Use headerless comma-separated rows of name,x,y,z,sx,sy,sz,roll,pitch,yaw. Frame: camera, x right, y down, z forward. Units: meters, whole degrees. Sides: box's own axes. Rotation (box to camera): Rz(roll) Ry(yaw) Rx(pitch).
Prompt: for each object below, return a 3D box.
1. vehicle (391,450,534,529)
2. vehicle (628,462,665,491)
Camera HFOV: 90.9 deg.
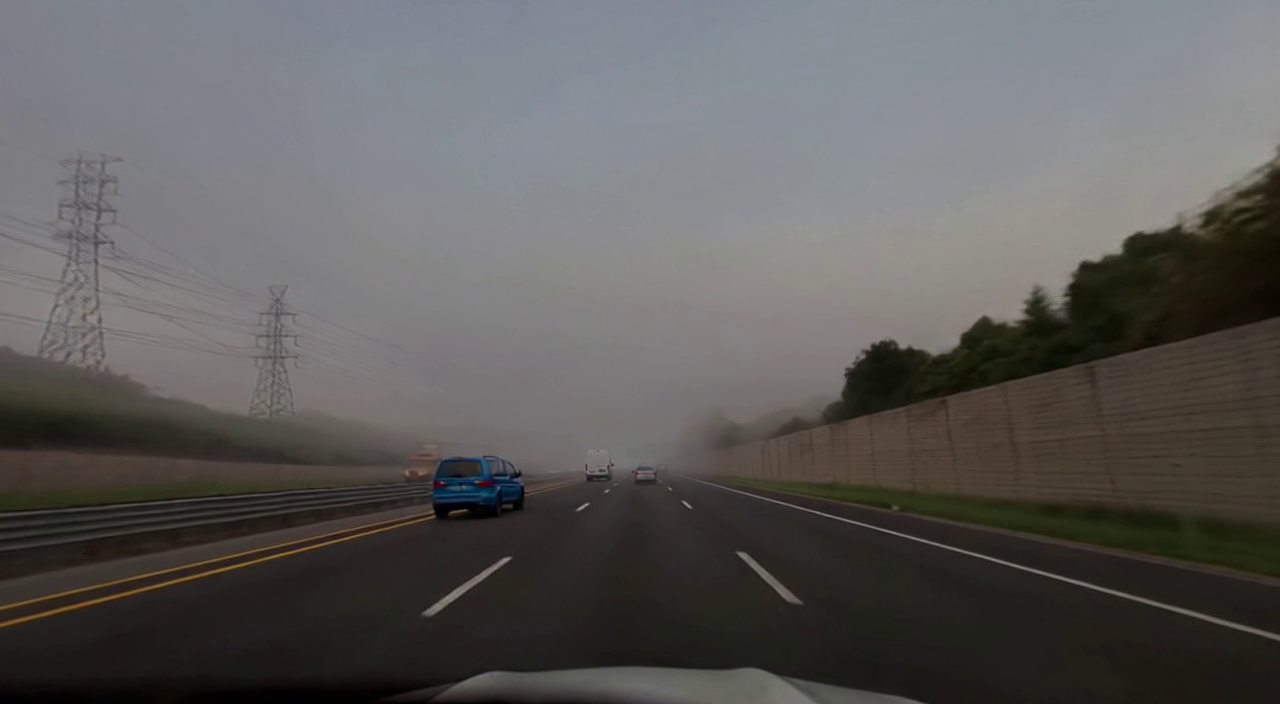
vehicle,-3.971,3.212,15.043,2.023,1.541,4.543,1,-11,1
vehicle,0.348,7.220,36.558,2.006,1.554,3.863,1,-10,0
